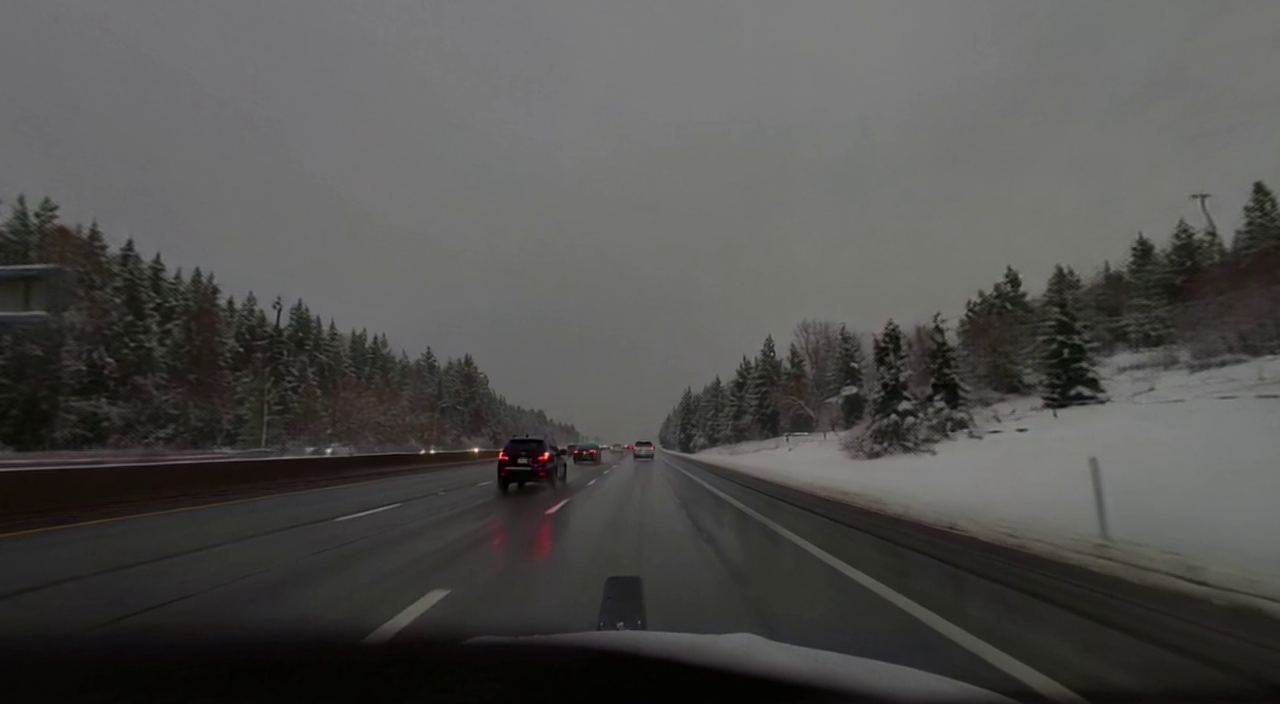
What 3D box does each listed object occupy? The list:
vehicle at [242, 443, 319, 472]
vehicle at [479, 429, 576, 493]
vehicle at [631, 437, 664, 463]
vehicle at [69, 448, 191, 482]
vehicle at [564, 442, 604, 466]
[{"bbox_3d":[-20.544,6.043,36.091,1.852,1.556,4.162,0,-8,1],"label":"vehicle"},{"bbox_3d":[-3.221,3.227,18.920,2.056,1.679,4.204,0,-8,1],"label":"vehicle"},{"bbox_3d":[0.527,7.223,46.242,2.285,1.797,4.478,0,-8,0],"label":"vehicle"},{"bbox_3d":[-24.781,5.490,30.771,1.938,1.479,4.731,0,-8,1],"label":"vehicle"},{"bbox_3d":[-3.526,6.504,40.151,2.055,1.431,3.921,0,-8,2],"label":"vehicle"}]
